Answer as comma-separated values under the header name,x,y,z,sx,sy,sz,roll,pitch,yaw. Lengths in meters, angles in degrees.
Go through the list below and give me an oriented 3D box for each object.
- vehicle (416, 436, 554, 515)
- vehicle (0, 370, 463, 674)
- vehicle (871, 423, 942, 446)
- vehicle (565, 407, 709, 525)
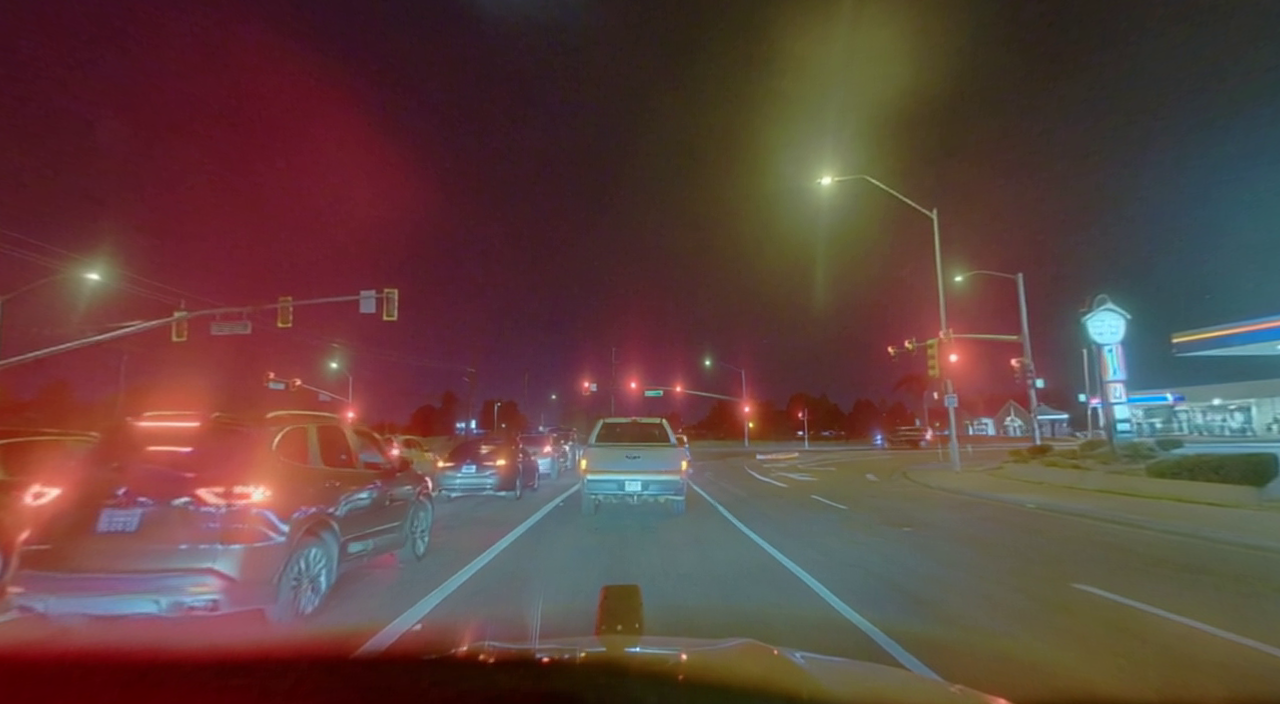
name,x,y,z,sx,sy,sz,roll,pitch,yaw
vehicle,-3.112,2.572,13.614,1.881,1.424,4.098,0,-9,1
vehicle,-3.311,1.279,5.798,2.096,1.718,4.266,0,-9,1
vehicle,20.468,6.354,48.631,4.548,1.730,2.013,1,-9,-5
vehicle,-0.068,2.138,12.359,2.224,1.819,5.005,0,-9,-1
